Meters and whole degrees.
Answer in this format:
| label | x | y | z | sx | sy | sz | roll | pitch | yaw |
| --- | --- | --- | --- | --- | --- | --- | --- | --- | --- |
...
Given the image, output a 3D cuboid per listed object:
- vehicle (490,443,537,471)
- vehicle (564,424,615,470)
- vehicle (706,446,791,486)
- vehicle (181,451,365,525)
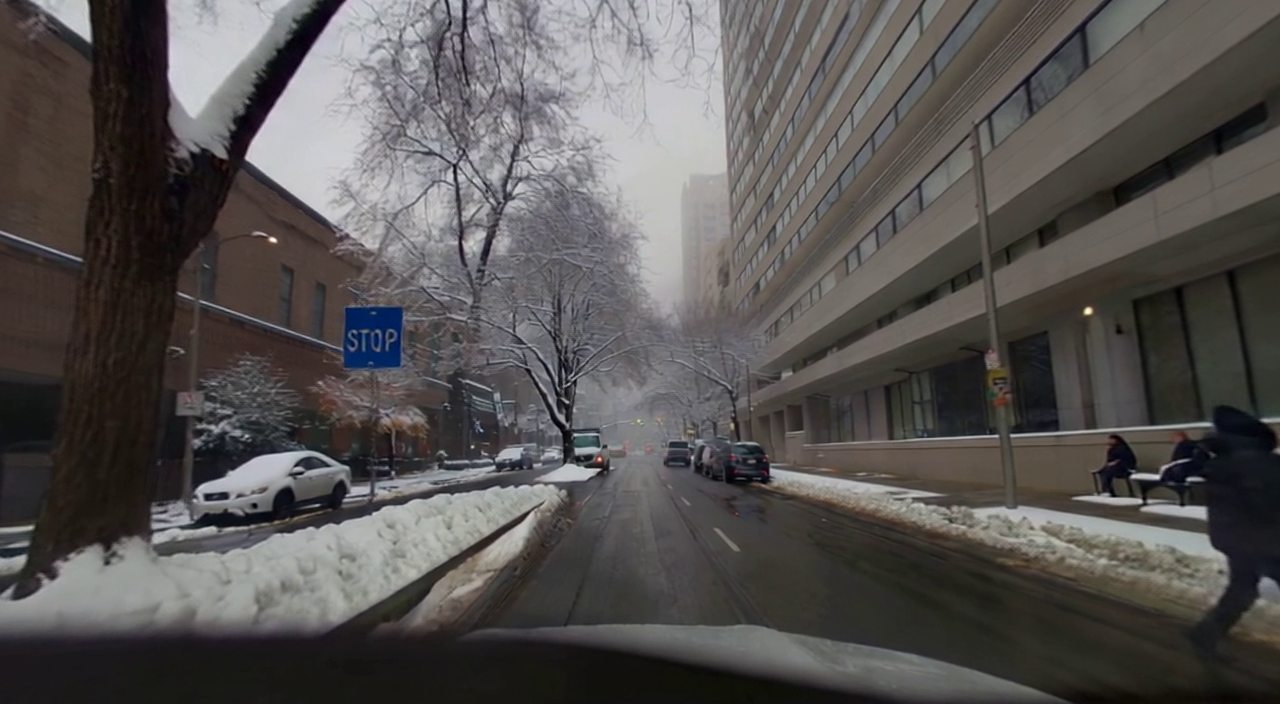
| label | x | y | z | sx | sy | sz | roll | pitch | yaw |
| --- | --- | --- | --- | --- | --- | --- | --- | --- | --- |
| vehicle | -8.871 | 7.392 | 44.685 | 2.256 | 1.802 | 4.333 | 0 | -8 | 1 |
| vehicle | -3.008 | 5.892 | 39.264 | 2.317 | 2.596 | 6.053 | 0 | -8 | 3 |
| vehicle | 4.573 | 4.648 | 26.126 | 1.858 | 1.491 | 4.329 | -5 | -10 | 33 |
| vehicle | -8.797 | 3.244 | 15.695 | 2.007 | 1.503 | 4.343 | 0 | -8 | -1 |
